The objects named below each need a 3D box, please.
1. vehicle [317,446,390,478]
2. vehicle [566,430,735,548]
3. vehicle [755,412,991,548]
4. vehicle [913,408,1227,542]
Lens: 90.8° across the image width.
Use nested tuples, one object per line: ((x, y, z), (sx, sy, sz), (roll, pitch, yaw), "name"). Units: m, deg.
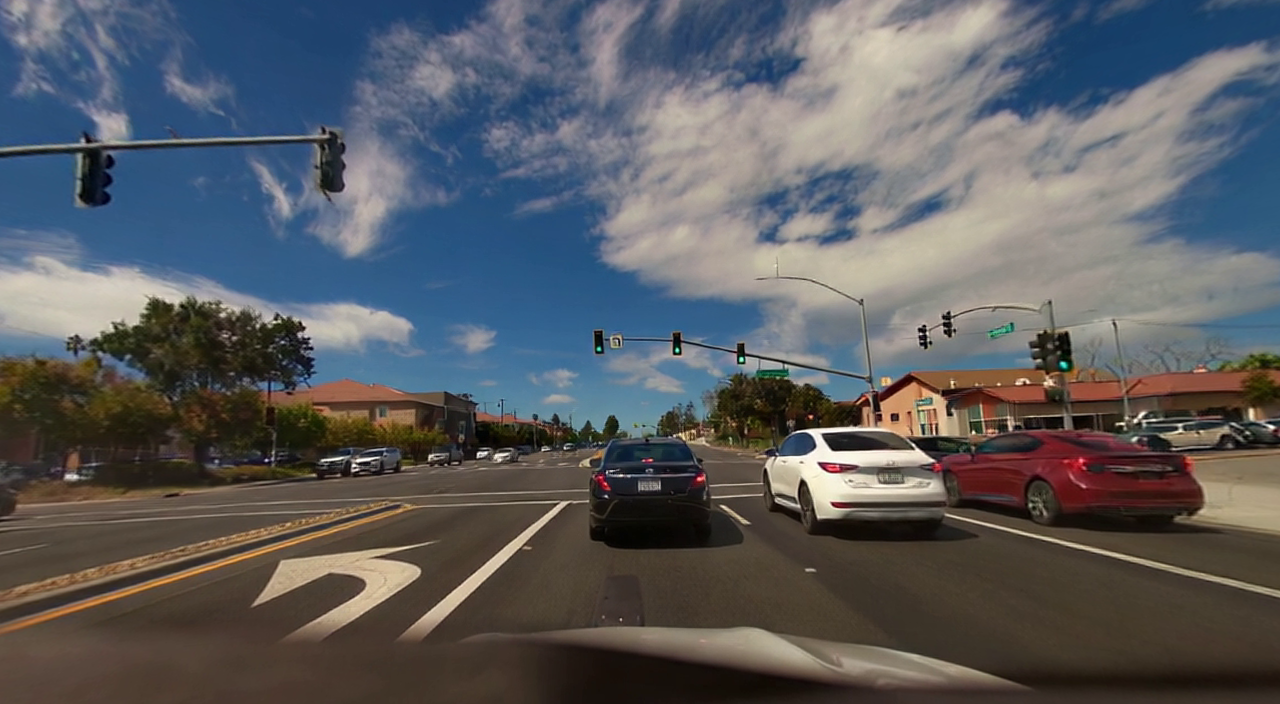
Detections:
((-18.585, 7.138, 41.306), (2.324, 1.911, 5.610), (0, -8, -2), "vehicle")
((0.097, 2.035, 10.093), (2.135, 1.468, 4.076), (0, -8, -1), "vehicle")
((3.272, 1.910, 10.105), (1.973, 1.633, 4.717), (0, -8, 0), "vehicle")
((6.460, 1.898, 10.298), (2.009, 1.700, 4.275), (0, -8, -1), "vehicle")
